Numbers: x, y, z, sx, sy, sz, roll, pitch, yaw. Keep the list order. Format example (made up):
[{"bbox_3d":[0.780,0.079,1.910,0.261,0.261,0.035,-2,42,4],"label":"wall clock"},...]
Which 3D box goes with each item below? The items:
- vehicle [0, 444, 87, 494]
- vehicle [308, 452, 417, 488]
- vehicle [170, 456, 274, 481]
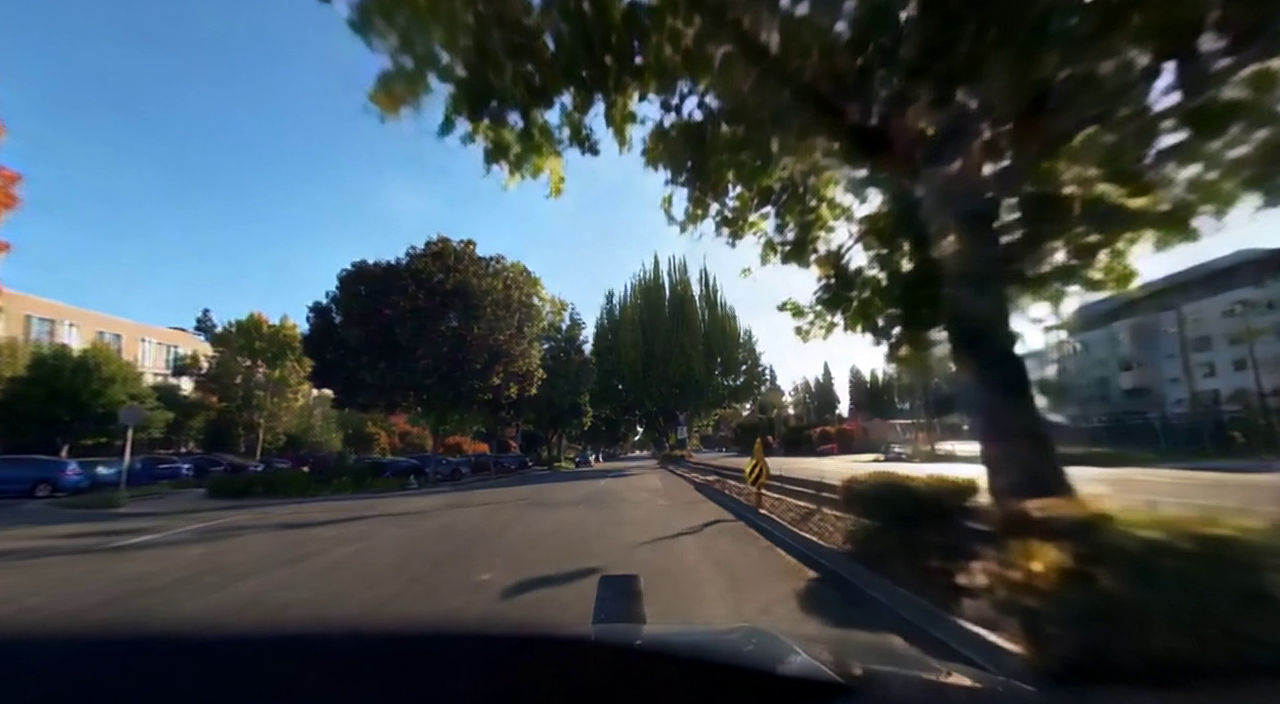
[{"bbox_3d":[-26.321,4.791,25.977,4.615,1.930,2.381,0,-9,-2],"label":"vehicle"},{"bbox_3d":[-13.737,5.843,31.342,4.422,1.694,2.026,0,-9,1],"label":"vehicle"},{"bbox_3d":[-26.697,7.451,40.321,5.024,1.494,2.242,0,-9,1],"label":"vehicle"}]
